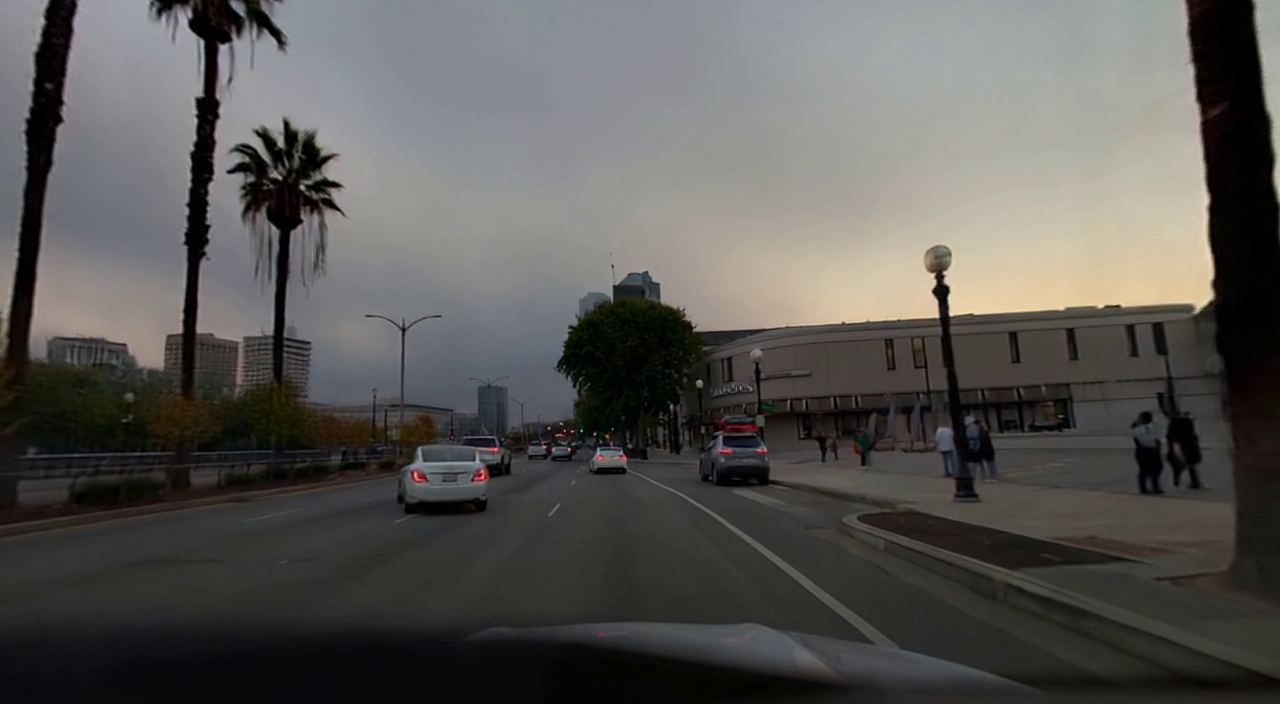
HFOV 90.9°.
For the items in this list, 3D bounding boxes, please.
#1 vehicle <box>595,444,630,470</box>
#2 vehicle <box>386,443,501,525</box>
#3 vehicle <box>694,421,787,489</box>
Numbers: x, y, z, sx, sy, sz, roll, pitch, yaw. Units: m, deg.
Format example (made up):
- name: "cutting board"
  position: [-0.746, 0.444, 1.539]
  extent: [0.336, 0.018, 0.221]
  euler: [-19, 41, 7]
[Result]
- name: "vehicle"
  position: [-1.718, 6.425, 38.649]
  extent: [1.972, 1.473, 4.000]
  euler: [0, -9, -5]
- name: "vehicle"
  position: [-4.552, 2.816, 14.139]
  extent: [1.930, 1.477, 4.657]
  euler: [3, -9, -23]
- name: "vehicle"
  position: [3.468, 3.706, 22.883]
  extent: [2.126, 2.167, 5.098]
  euler: [0, -9, -5]
